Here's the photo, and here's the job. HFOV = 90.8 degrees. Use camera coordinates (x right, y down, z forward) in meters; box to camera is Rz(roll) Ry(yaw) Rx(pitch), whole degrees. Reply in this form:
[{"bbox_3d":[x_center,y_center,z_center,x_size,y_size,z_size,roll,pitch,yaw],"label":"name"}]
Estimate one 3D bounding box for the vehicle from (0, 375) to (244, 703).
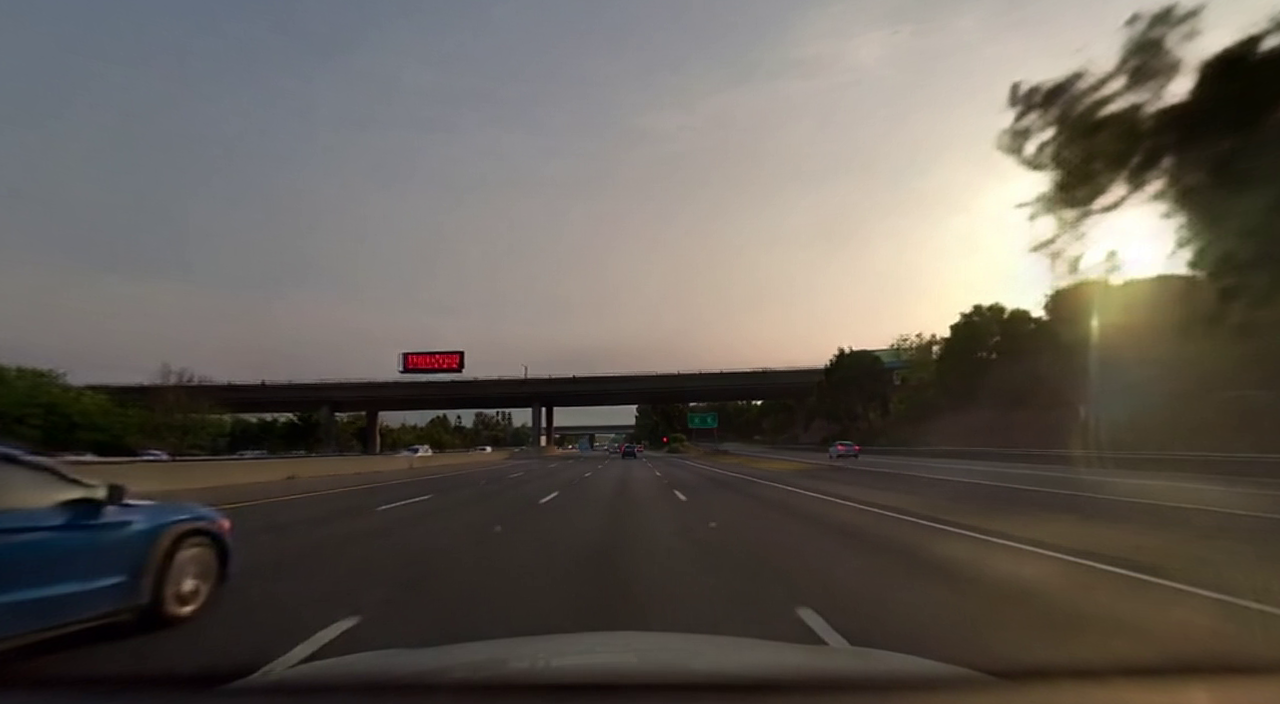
[{"bbox_3d":[-4.298,0.924,2.758,2.102,1.727,4.704,0,-9,-1],"label":"vehicle"}]
